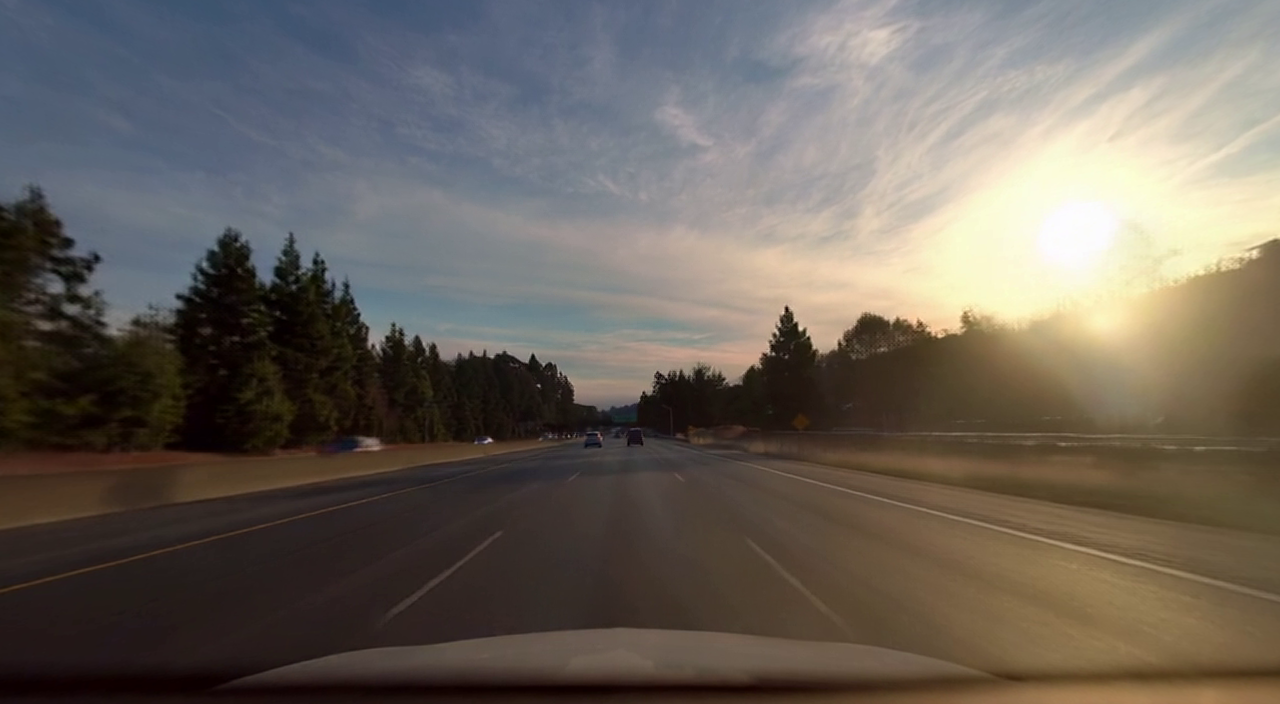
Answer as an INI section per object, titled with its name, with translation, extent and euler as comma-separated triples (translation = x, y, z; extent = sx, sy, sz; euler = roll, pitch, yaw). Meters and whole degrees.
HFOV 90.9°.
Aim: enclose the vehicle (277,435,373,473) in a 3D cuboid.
[vehicle]
translation = -13.152, 4.265, 26.634
extent = 1.816, 1.451, 4.338
euler = 0, -8, 0
